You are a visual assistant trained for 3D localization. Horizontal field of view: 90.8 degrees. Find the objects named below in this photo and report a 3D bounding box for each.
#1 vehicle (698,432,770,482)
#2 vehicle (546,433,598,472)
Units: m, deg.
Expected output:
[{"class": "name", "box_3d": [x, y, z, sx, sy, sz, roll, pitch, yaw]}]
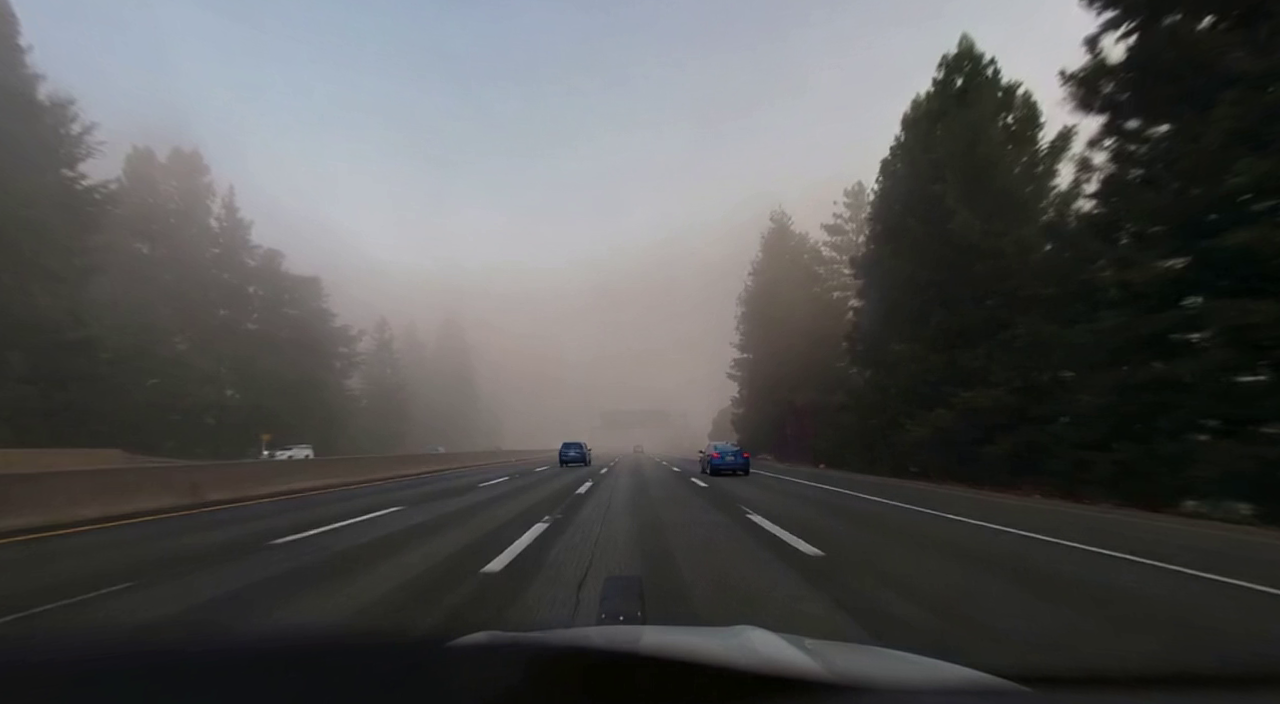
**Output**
[{"class": "vehicle", "box_3d": [3.506, 4.016, 24.331, 2.053, 1.714, 4.097, 0, -9, -1]}, {"class": "vehicle", "box_3d": [-3.379, 5.125, 32.315, 2.173, 1.793, 4.564, 0, -9, 0]}]
